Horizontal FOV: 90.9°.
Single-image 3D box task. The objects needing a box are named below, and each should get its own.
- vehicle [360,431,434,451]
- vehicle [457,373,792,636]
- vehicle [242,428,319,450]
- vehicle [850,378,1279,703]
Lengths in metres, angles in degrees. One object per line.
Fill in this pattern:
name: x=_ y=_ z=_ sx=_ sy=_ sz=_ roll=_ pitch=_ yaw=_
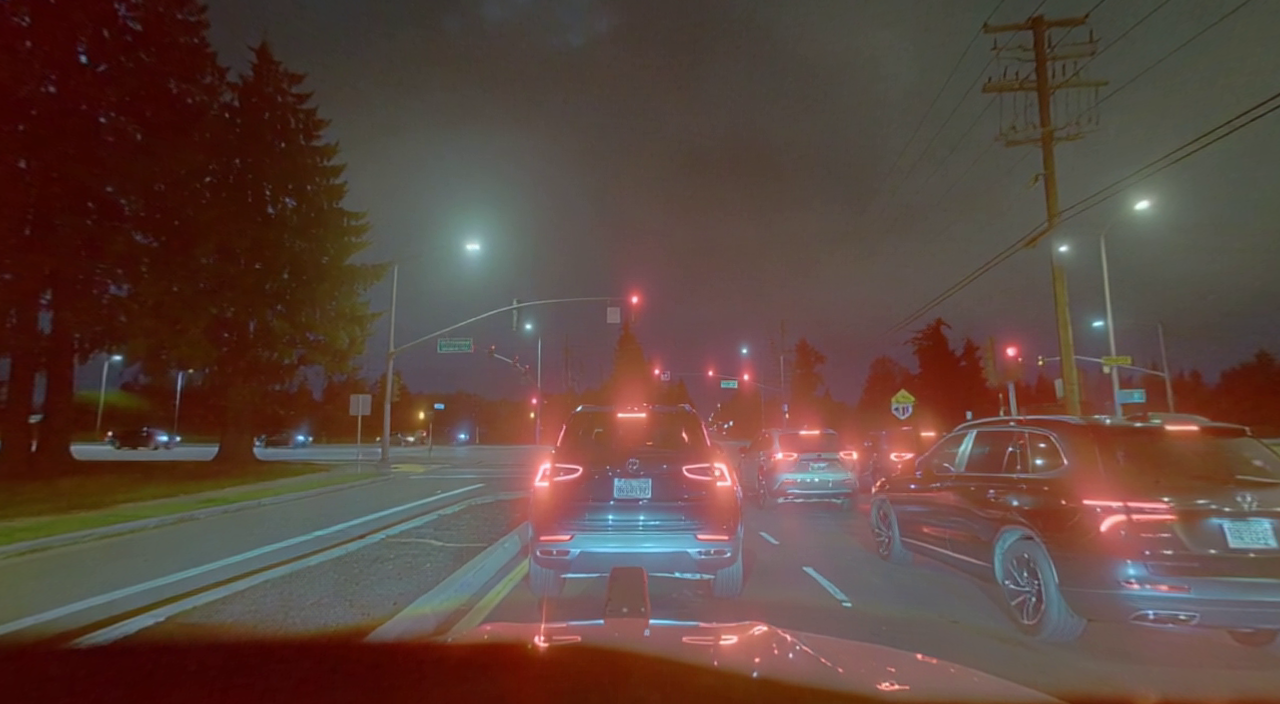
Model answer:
vehicle: x=-17.790 y=6.551 z=46.348 sx=4.607 sy=1.478 sz=1.995 roll=0 pitch=-8 yaw=0
vehicle: x=-0.149 y=1.359 z=6.608 sx=2.271 sy=1.786 sz=4.443 roll=0 pitch=-8 yaw=-1
vehicle: x=-26.877 y=6.520 z=47.187 sx=4.587 sy=1.639 sz=1.878 roll=0 pitch=-8 yaw=0
vehicle: x=3.548 y=1.296 z=5.555 sx=1.948 sy=1.677 sz=4.437 roll=0 pitch=-8 yaw=1
